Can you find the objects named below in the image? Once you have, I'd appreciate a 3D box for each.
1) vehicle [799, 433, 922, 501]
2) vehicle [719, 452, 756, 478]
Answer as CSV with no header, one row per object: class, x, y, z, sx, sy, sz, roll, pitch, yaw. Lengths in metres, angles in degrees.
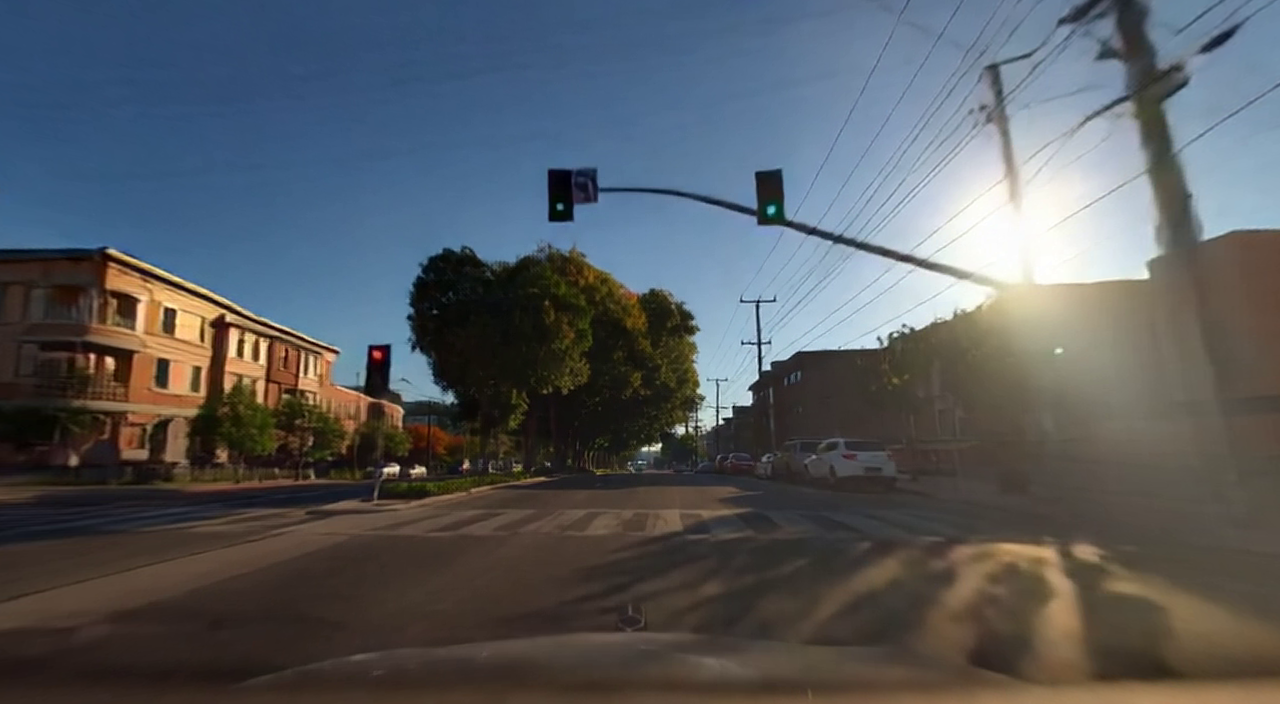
vehicle,6.860,3.613,20.336,2.148,1.904,4.910,0,-8,0
vehicle,7.210,8.403,47.125,1.998,1.819,4.621,0,-8,0
